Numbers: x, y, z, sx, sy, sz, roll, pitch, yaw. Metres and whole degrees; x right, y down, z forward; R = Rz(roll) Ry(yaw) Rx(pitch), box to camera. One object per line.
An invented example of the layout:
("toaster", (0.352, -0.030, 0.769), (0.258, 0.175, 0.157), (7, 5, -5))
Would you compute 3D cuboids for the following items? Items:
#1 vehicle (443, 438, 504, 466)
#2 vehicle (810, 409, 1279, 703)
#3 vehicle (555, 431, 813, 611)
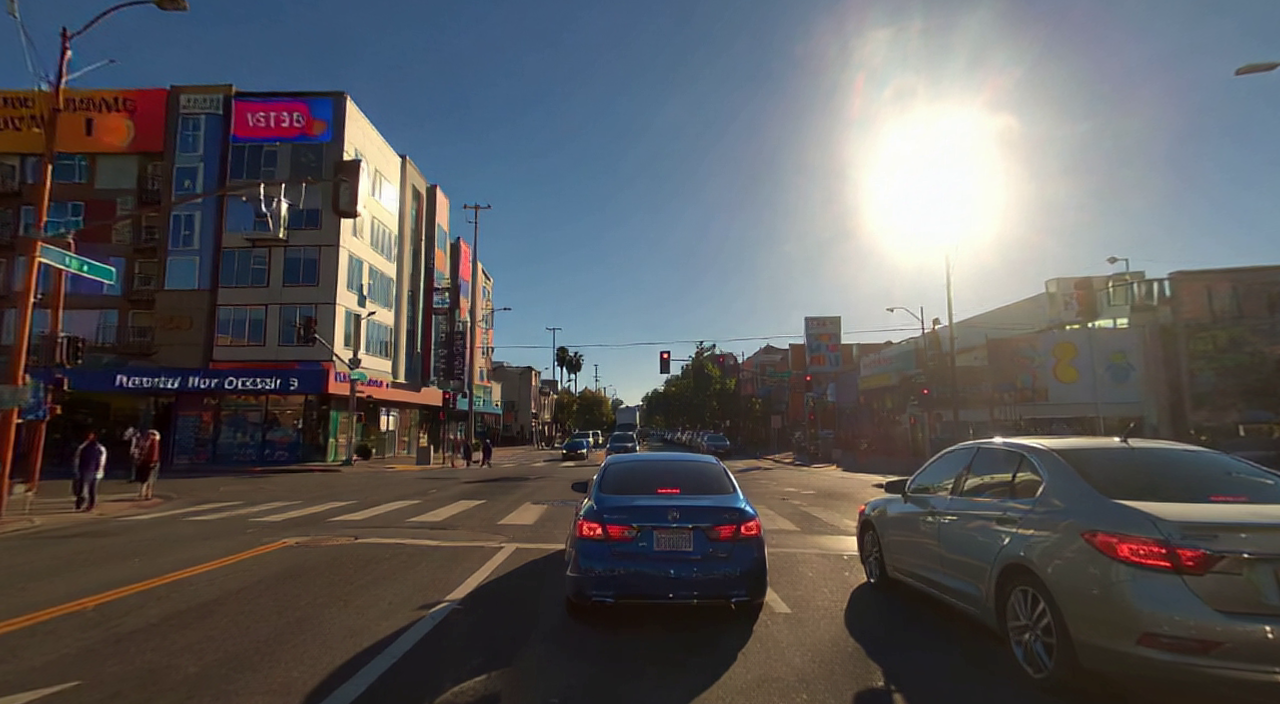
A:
("vehicle", (-10.207, 6.172, 38.923), (2.030, 1.596, 3.912), (-2, -9, 13))
("vehicle", (2.819, 1.285, 4.550), (1.961, 1.498, 4.356), (0, -8, 0))
("vehicle", (0.289, 1.698, 7.318), (2.132, 1.464, 4.089), (0, -8, -2))
